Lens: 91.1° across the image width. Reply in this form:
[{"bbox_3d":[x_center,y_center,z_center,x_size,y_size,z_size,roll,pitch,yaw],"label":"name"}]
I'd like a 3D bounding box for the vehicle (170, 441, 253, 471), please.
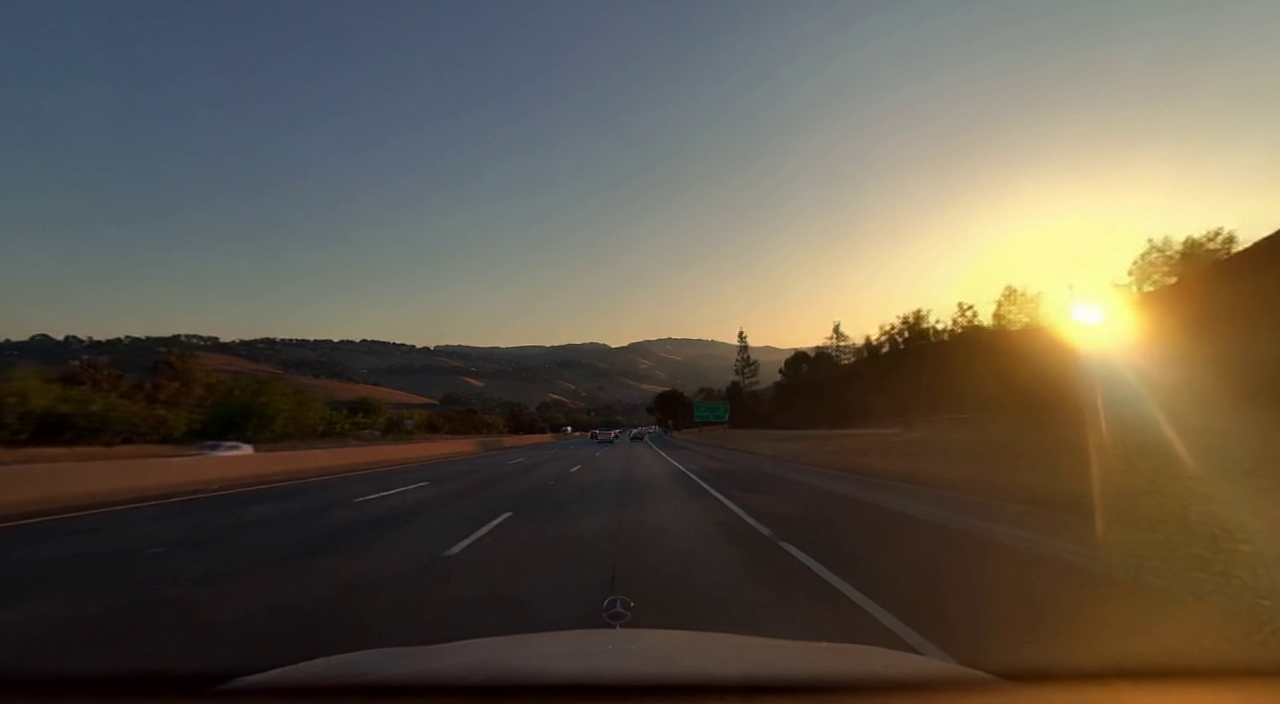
[{"bbox_3d":[-23.633,5.734,34.847,1.768,1.507,3.977,0,-8,0],"label":"vehicle"}]
